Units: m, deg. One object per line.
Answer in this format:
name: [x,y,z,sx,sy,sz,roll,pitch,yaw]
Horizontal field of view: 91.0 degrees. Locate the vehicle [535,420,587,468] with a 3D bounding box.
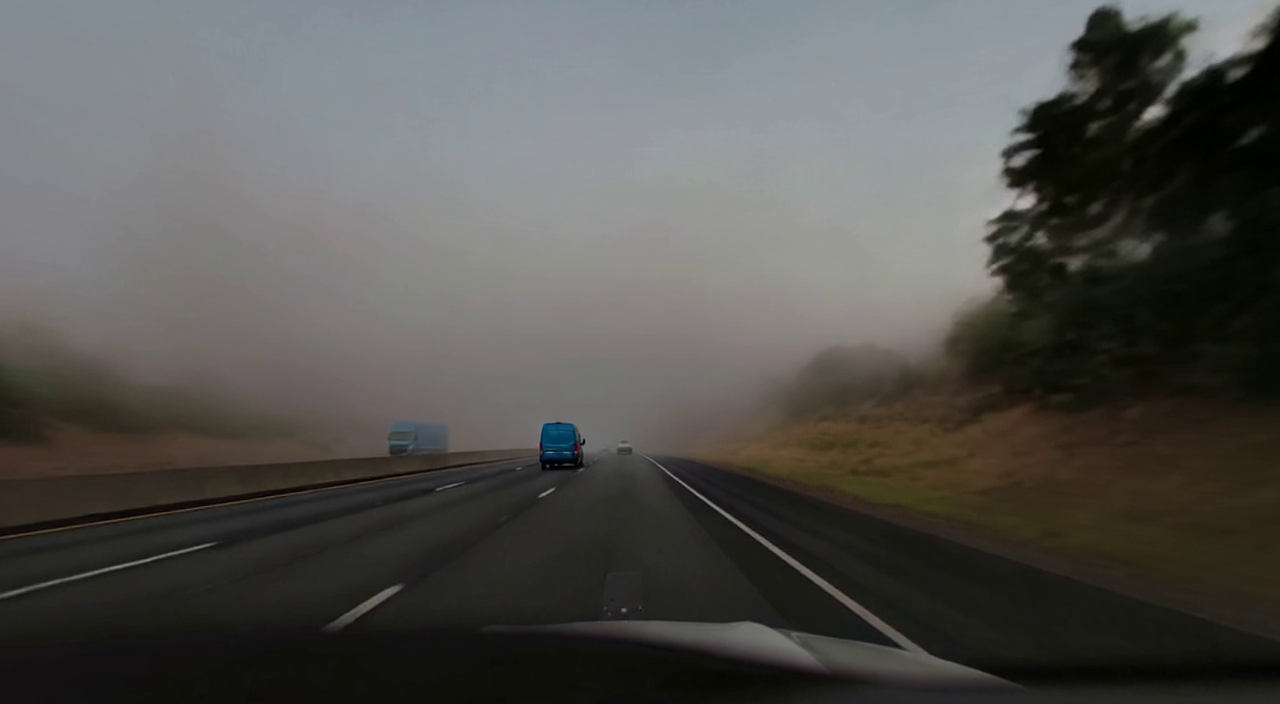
vehicle: [-4.353,5.192,35.607,2.329,2.483,5.428,0,-8,-1]
